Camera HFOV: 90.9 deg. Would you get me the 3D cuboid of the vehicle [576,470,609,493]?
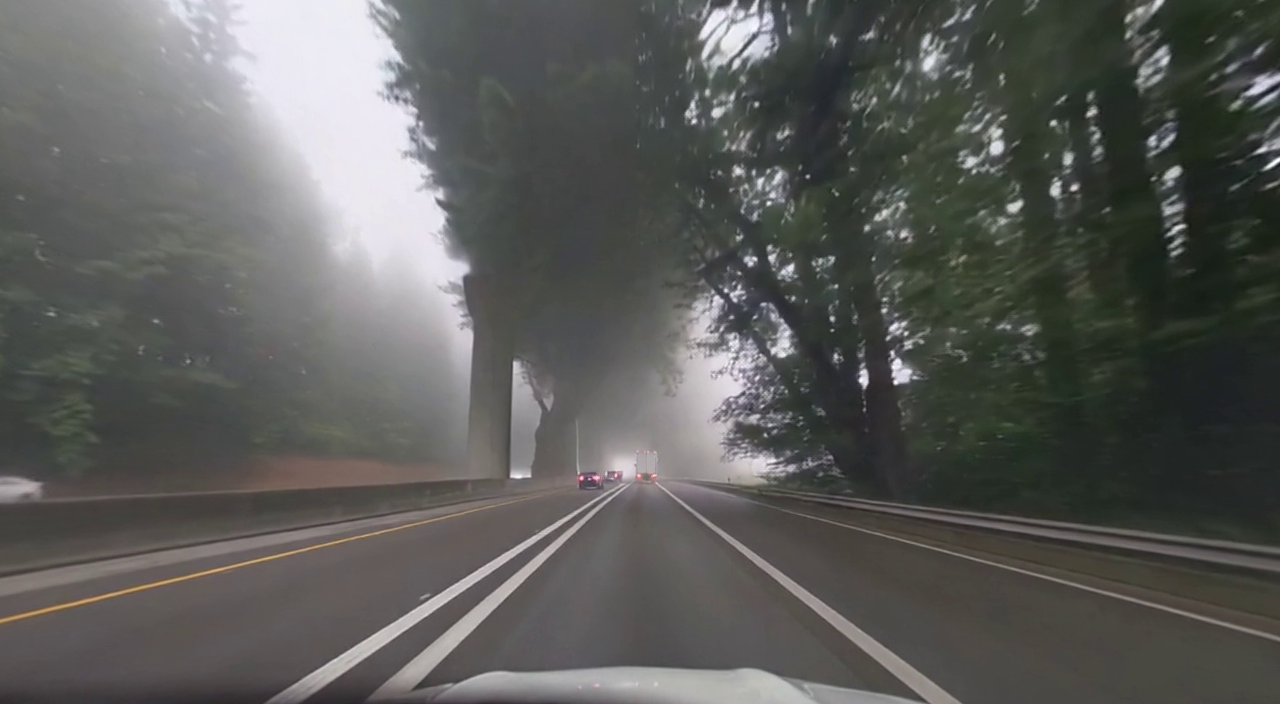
[{"bbox_3d":[-3.385,9.266,45.271,1.976,1.514,3.917,1,-10,1],"label":"vehicle"}]
